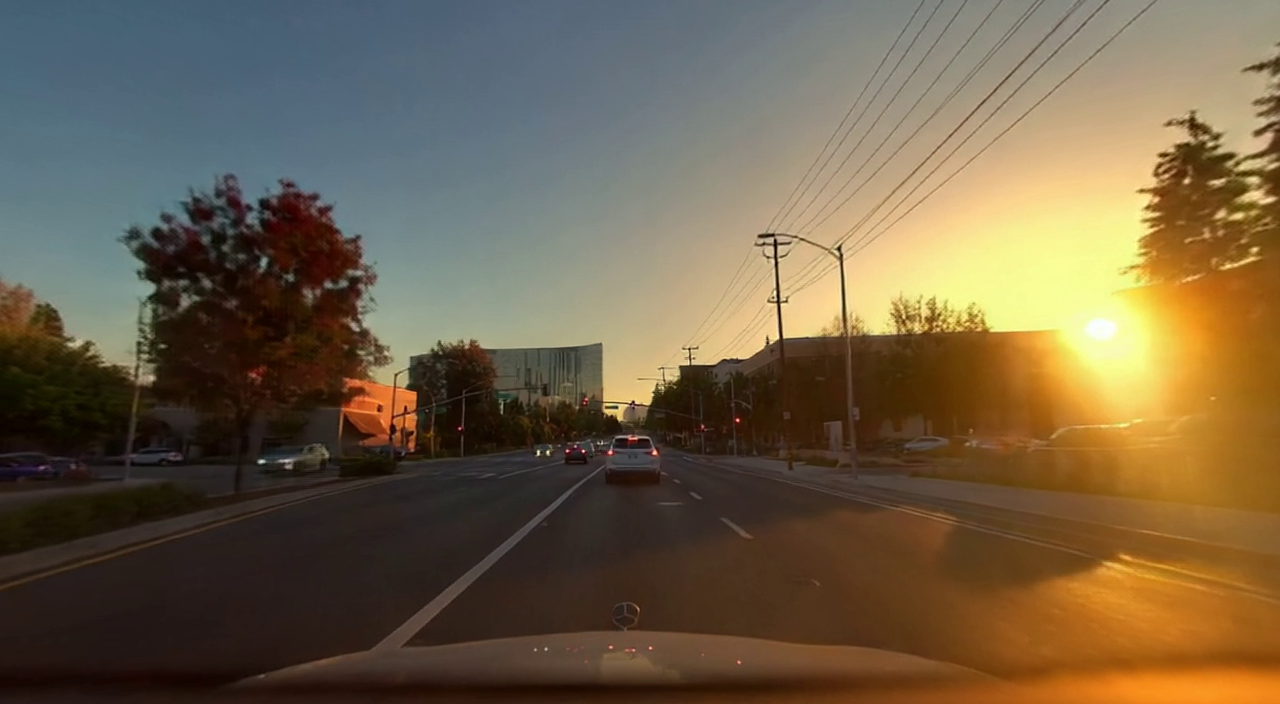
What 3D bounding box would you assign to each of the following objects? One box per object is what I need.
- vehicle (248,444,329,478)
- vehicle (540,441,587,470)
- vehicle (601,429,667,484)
[{"bbox_3d":[-19.389,6.013,35.147,1.945,1.700,4.465,0,-8,0],"label":"vehicle"},{"bbox_3d":[-4.051,5.580,34.271,2.075,1.474,4.367,0,-8,-1],"label":"vehicle"},{"bbox_3d":[-0.228,3.777,23.027,2.188,1.782,3.982,0,-8,-1],"label":"vehicle"}]
